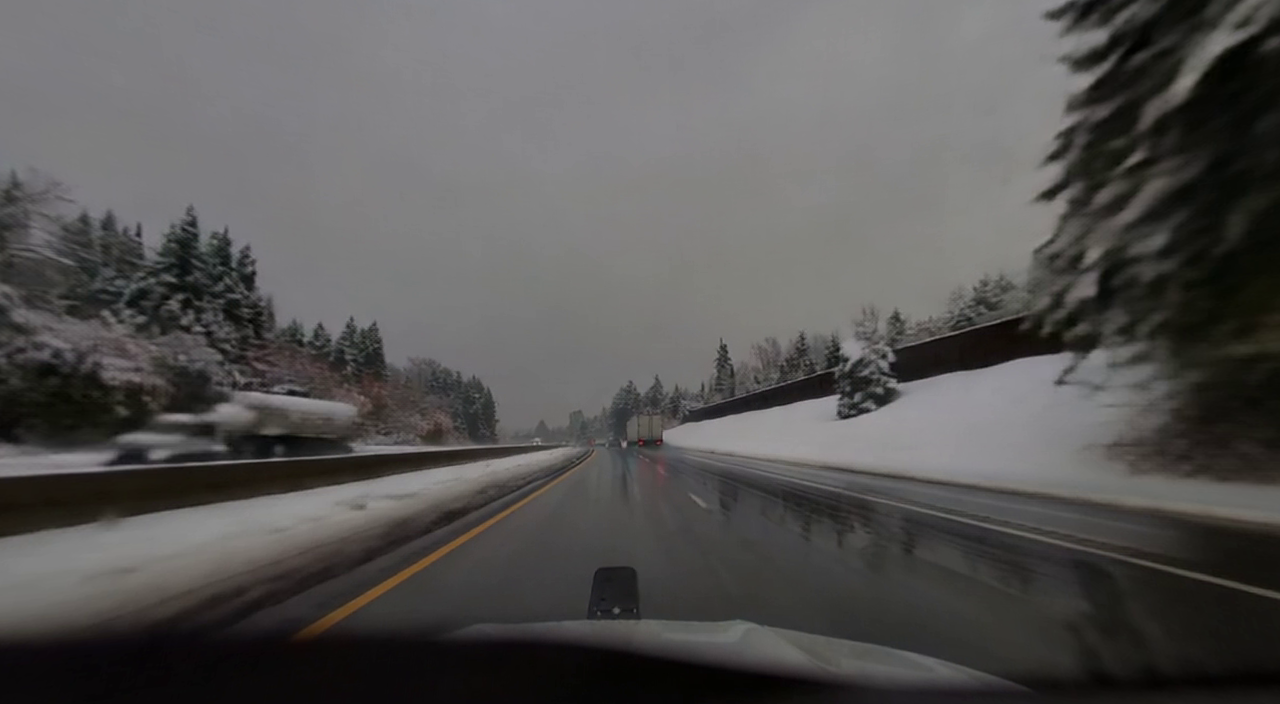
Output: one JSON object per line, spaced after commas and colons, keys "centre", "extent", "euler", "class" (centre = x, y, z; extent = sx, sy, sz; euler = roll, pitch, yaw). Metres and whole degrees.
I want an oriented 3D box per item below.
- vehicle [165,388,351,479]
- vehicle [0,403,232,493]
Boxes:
{"centre": [-13.491, 3.020, 23.057], "extent": [2.675, 2.788, 6.642], "euler": [-1, -8, -1], "class": "vehicle"}
{"centre": [-13.222, 2.448, 16.249], "extent": [2.281, 1.942, 4.778], "euler": [0, -8, -2], "class": "vehicle"}
